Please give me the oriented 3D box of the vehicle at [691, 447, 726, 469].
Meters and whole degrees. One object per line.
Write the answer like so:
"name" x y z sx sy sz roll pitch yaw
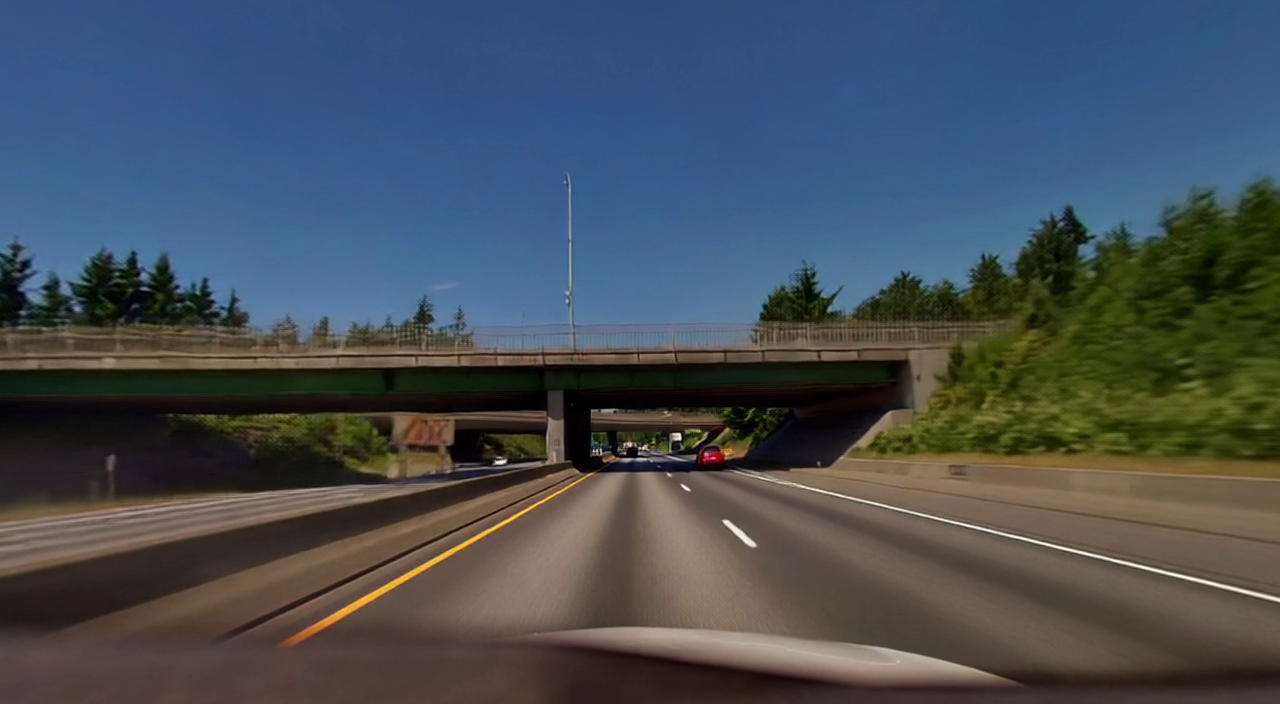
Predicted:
"vehicle" 4.794 7.443 44.469 1.987 1.473 4.244 0 -9 0
